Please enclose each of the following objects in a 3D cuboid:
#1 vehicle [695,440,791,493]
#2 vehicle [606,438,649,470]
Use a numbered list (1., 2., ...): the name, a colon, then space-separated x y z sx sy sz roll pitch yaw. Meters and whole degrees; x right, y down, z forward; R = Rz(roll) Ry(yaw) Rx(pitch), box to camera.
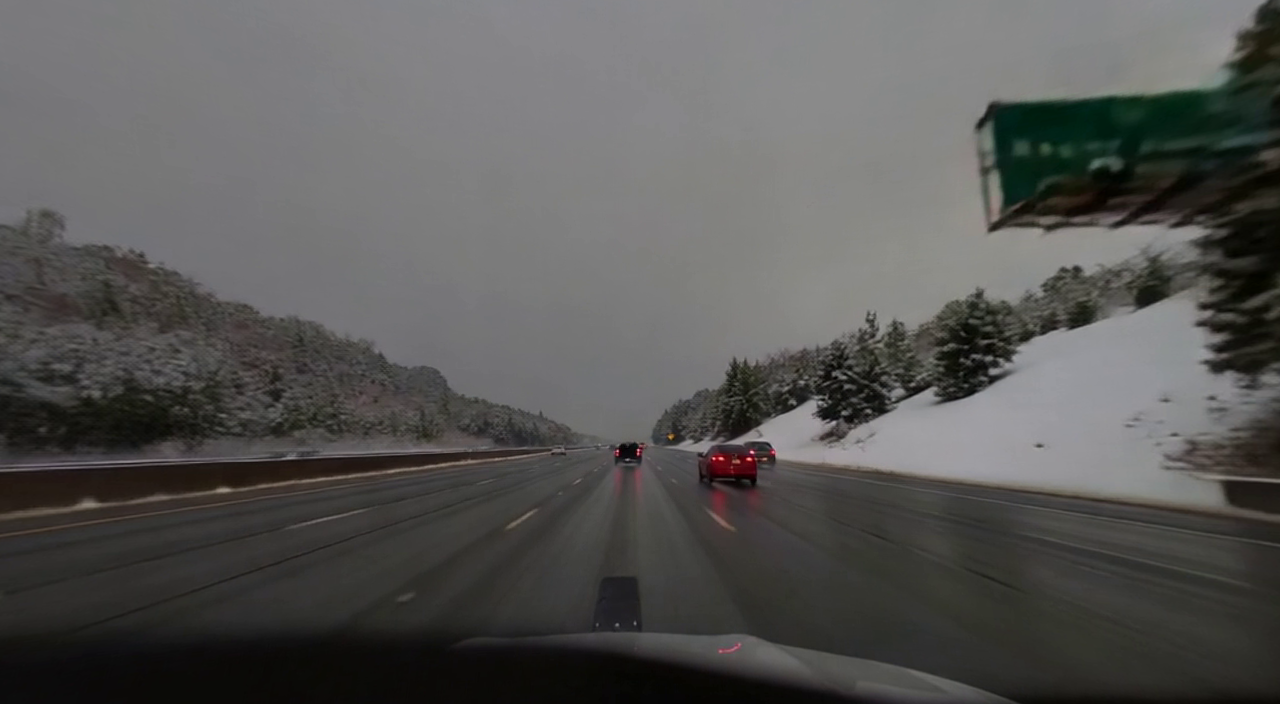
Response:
1. vehicle: 3.117 3.581 20.226 2.120 1.492 4.734 0 -8 -2
2. vehicle: -0.665 5.663 35.174 2.277 1.675 4.023 0 -8 -1
